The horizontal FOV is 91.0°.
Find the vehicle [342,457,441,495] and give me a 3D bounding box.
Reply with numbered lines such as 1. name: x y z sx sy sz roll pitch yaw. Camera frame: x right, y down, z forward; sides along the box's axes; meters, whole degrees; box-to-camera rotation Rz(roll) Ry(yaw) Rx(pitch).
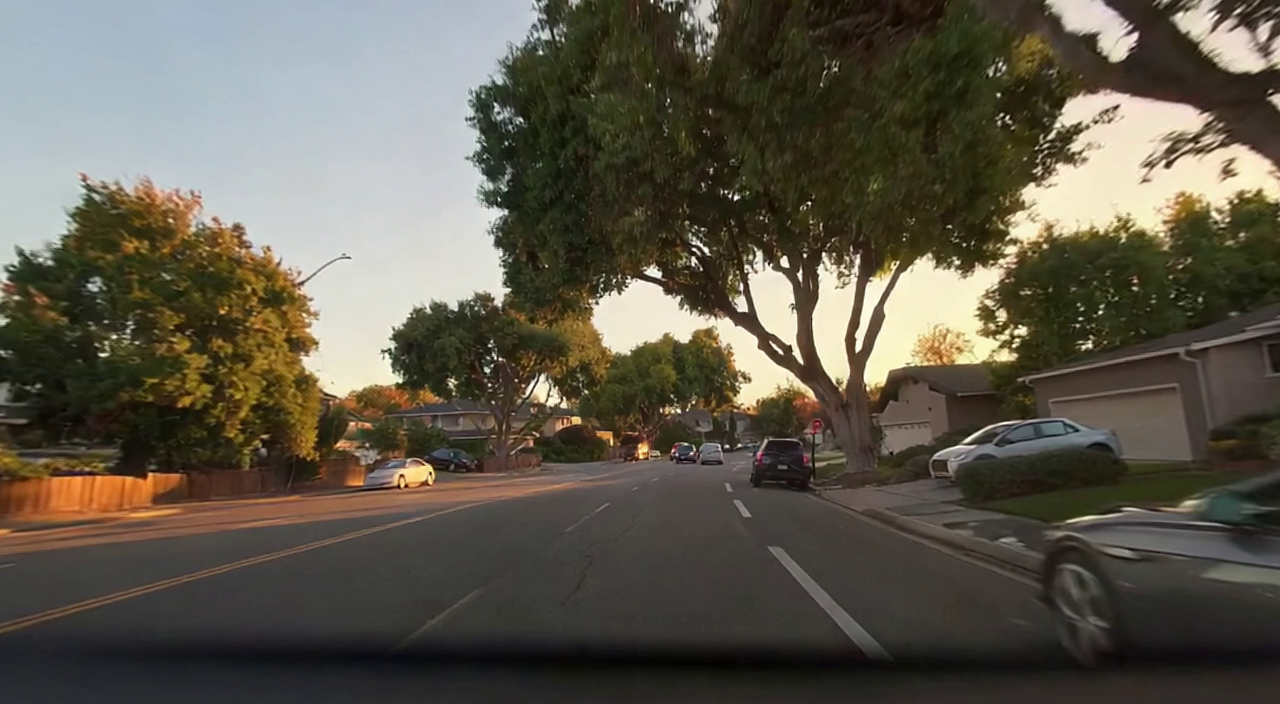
1. vehicle: -11.596 5.823 29.880 2.118 1.496 5.030 -3 -9 8

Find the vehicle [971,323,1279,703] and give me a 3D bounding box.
1. vehicle: 3.227 0.742 1.590 2.213 1.807 5.099 0 -8 3

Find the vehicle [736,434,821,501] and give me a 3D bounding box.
1. vehicle: 4.706 3.952 22.181 2.516 2.019 5.790 -1 -9 9

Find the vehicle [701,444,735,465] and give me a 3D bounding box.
1. vehicle: 5.887 7.641 46.969 1.955 1.459 4.383 -2 -9 14

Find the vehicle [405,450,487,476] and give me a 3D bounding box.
1. vehicle: -14.053 8.040 45.737 5.177 1.779 2.199 -1 -9 5
